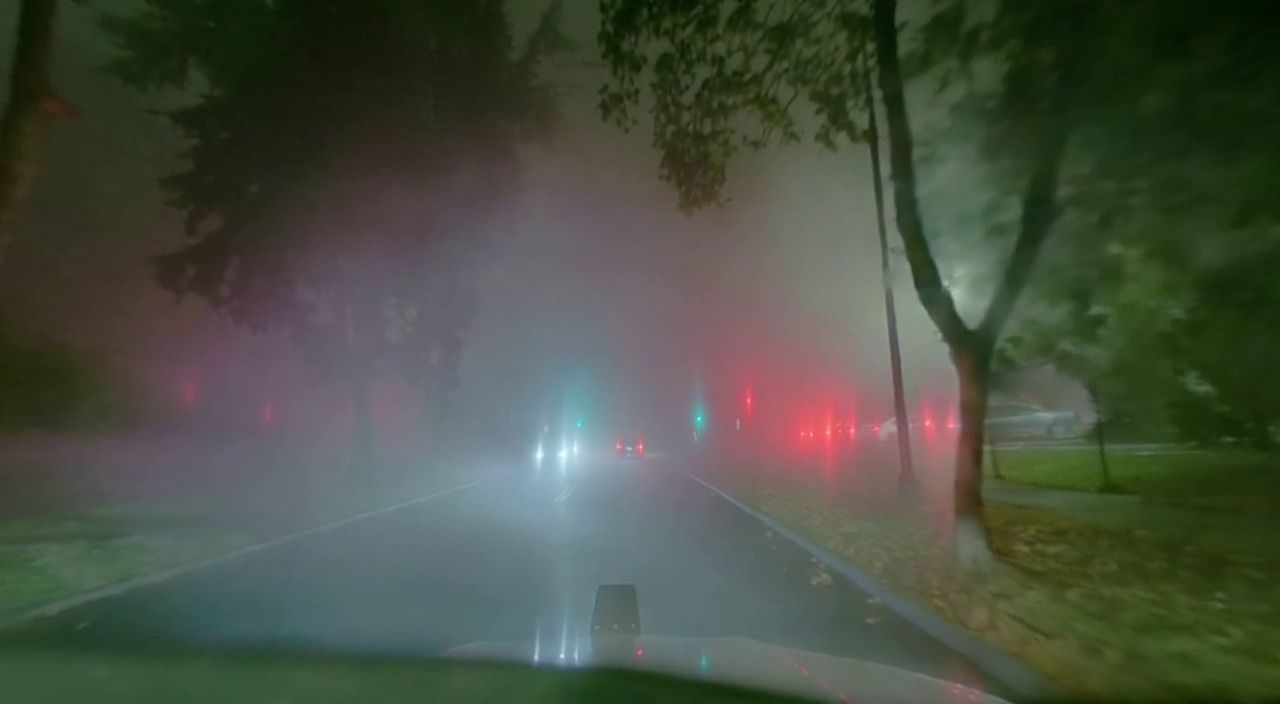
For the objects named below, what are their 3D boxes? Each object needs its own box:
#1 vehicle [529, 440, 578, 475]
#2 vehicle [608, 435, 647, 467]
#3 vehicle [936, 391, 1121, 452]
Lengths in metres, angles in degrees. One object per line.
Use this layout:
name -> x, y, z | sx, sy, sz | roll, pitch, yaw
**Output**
vehicle -> -4.071, 4.982, 30.027 | 1.973, 1.512, 3.524 | 0, -8, -2
vehicle -> -0.653, 5.651, 36.106 | 2.142, 1.686, 3.816 | -1, -8, 1
vehicle -> 11.999, 2.184, 19.727 | 4.349, 1.462, 1.982 | -5, -7, 6
